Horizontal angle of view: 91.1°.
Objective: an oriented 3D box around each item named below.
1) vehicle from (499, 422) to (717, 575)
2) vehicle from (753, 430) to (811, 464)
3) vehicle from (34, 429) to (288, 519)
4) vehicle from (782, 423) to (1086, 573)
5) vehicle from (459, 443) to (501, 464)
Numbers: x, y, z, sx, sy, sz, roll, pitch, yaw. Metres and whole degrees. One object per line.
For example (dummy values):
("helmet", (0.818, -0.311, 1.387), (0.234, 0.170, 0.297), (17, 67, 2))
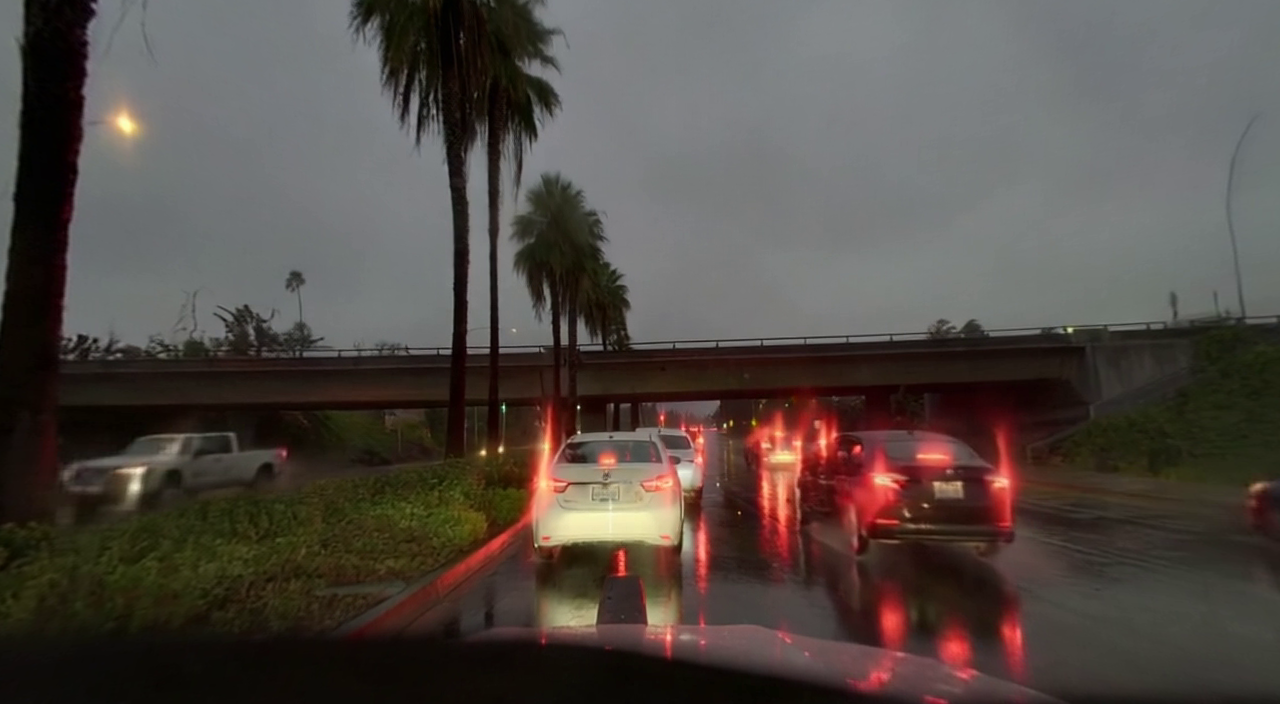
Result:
("vehicle", (-0.261, 1.760, 8.319), (2.172, 1.506, 4.018), (0, -9, 2))
("vehicle", (8.088, 5.494, 36.275), (2.242, 1.817, 4.837), (0, -9, 0))
("vehicle", (-12.582, 3.219, 17.250), (2.386, 1.943, 5.700), (-3, -9, 2))
("vehicle", (3.562, 1.858, 8.907), (2.034, 1.517, 4.840), (0, -9, 1))
("vehicle", (-12.302, 7.808, 48.529), (1.933, 1.486, 4.449), (0, -8, 1))
